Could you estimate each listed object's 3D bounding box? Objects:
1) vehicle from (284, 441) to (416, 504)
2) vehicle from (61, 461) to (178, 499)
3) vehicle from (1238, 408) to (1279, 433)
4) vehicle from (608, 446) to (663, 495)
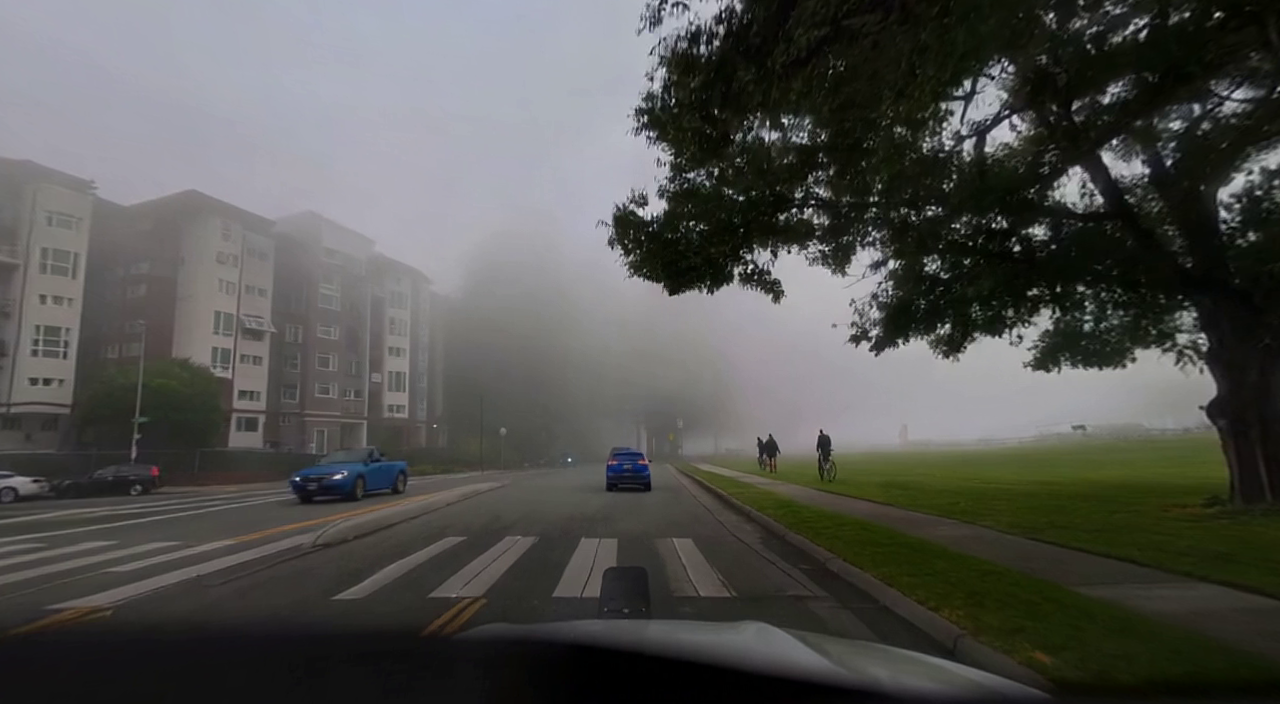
[{"bbox_3d":[-9.106,3.799,20.279,2.126,1.780,4.279,-1,-9,1],"label":"vehicle"},{"bbox_3d":[-25.568,6.223,31.058,2.038,1.618,4.086,-9,-12,43],"label":"vehicle"},{"bbox_3d":[49.709,5.386,49.117,4.639,1.752,2.158,3,-9,-15],"label":"vehicle"},{"bbox_3d":[-0.162,3.717,19.639,1.559,1.351,2.452,-2,-12,-2],"label":"vehicle"}]
